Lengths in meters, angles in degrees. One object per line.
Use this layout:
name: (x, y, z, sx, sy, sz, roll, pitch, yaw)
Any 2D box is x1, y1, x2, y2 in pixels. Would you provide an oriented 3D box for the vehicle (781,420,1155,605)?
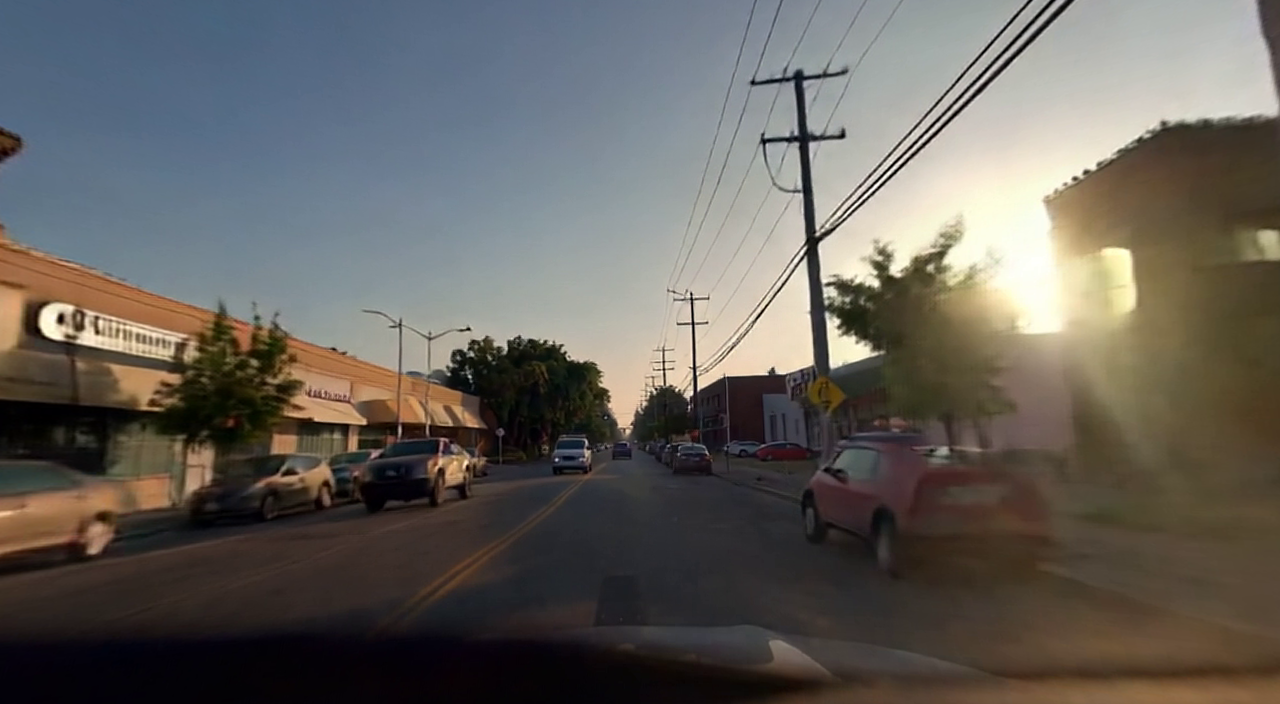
vehicle: (3.429, 1.777, 8.064, 2.136, 1.586, 4.919, 1, -9, 0)

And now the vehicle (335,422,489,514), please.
vehicle: (-5.486, 2.844, 15.948, 2.152, 1.918, 4.217, -3, -8, 3)

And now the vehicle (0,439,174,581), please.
vehicle: (-8.854, 2.039, 8.120, 2.009, 1.684, 5.009, -2, -7, -1)

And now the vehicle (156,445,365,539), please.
vehicle: (-8.554, 3.121, 14.943, 1.791, 1.622, 5.056, -2, -7, 1)

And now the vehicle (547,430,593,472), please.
vehicle: (-3.593, 5.209, 33.332, 2.115, 2.065, 4.452, 0, -9, -3)

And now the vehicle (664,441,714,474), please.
vehicle: (2.576, 5.288, 32.016, 2.261, 1.503, 4.695, -2, -8, 7)
